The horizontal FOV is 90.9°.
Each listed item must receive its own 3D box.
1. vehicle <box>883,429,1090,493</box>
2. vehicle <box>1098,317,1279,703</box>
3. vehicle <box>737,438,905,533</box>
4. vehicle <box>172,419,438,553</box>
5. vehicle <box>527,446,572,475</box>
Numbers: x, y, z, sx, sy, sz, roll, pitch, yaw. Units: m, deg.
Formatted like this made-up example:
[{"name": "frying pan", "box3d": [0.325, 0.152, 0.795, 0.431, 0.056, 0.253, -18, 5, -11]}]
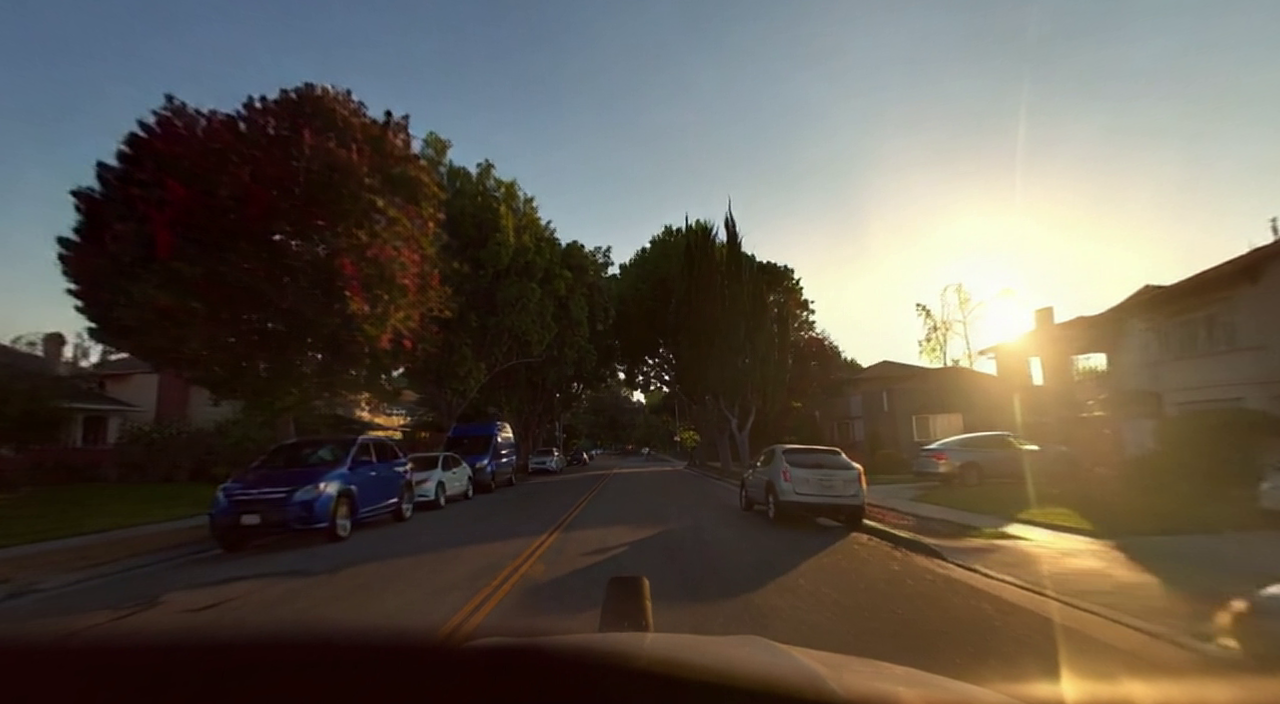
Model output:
[{"name": "vehicle", "box3d": [9.218, 2.916, 17.054, 4.365, 1.597, 2.112, 1, -8, -5]}, {"name": "vehicle", "box3d": [3.040, 0.540, 0.307, 2.172, 1.764, 4.685, 0, -8, 2]}, {"name": "vehicle", "box3d": [3.275, 2.496, 12.488, 1.945, 1.514, 4.552, 0, -8, 0]}, {"name": "vehicle", "box3d": [-5.424, 2.205, 11.133, 2.090, 1.855, 4.494, 0, -8, 2]}, {"name": "vehicle", "box3d": [-5.187, 6.283, 36.741, 2.038, 1.571, 4.524, 0, -8, -1]}]
